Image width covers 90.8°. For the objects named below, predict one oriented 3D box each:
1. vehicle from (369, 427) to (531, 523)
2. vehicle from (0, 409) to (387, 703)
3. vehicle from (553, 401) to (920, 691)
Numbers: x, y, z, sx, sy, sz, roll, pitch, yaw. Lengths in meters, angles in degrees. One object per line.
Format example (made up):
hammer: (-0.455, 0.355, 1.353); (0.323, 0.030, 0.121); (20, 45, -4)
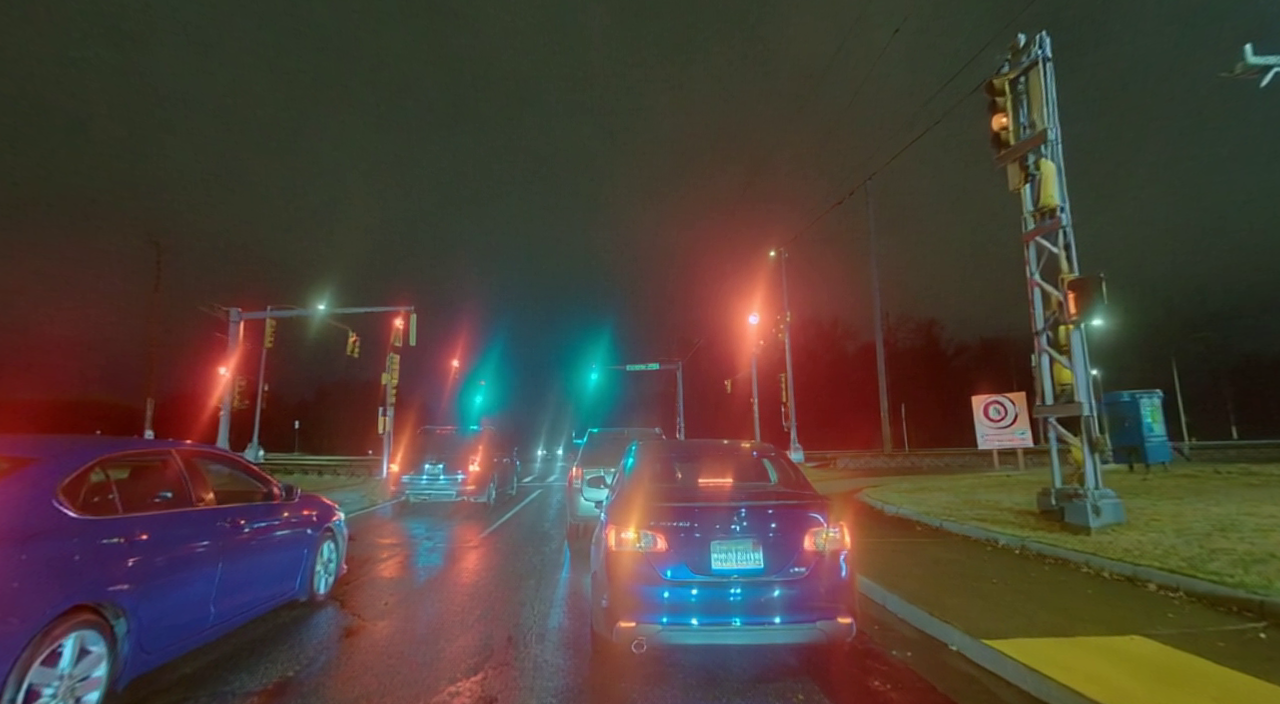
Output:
vehicle: (-3.365, 2.263, 12.082); (1.984, 1.505, 3.982); (0, -9, -2)
vehicle: (-3.709, 1.248, 4.446); (1.956, 1.468, 4.585); (0, -9, 0)
vehicle: (0.409, 1.335, 5.462); (1.998, 1.529, 3.960); (1, -9, -4)
